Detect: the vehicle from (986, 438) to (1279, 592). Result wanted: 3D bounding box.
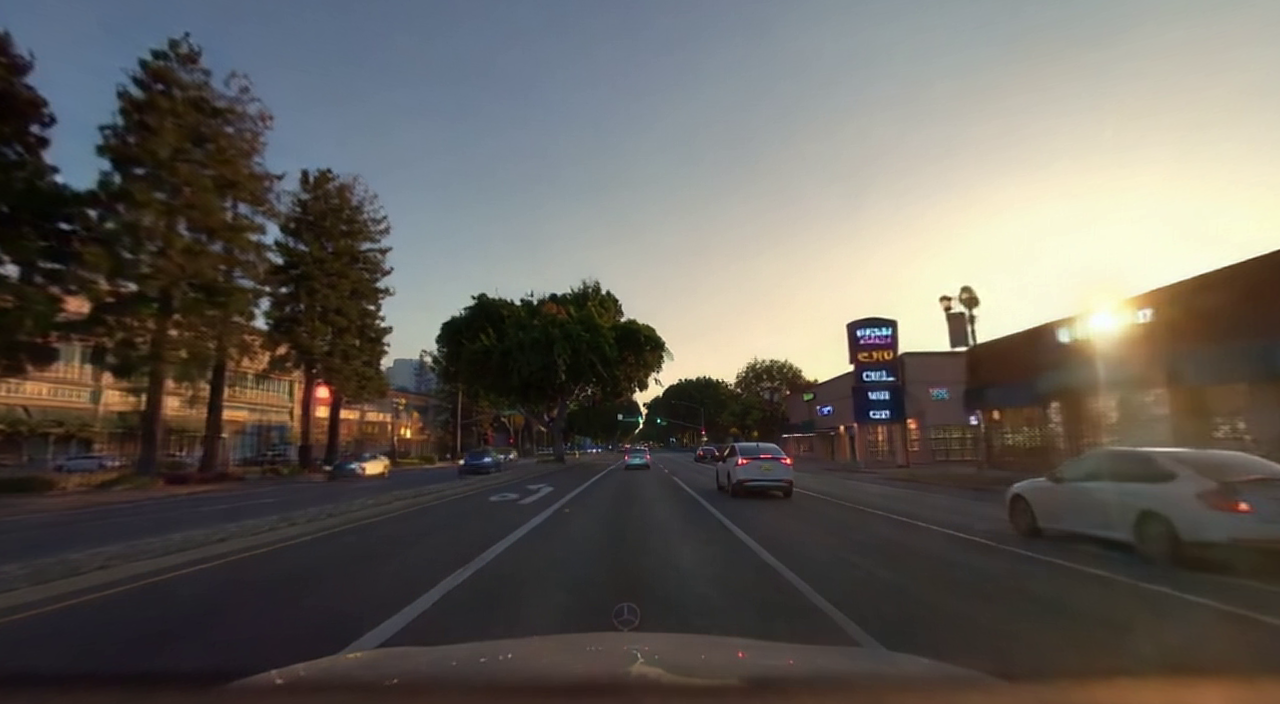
[{"bbox_3d":[6.857,1.892,8.361,1.952,1.449,4.544,0,-8,0],"label":"vehicle"}]

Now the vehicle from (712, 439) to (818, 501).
[{"bbox_3d":[3.416,3.299,18.207,2.072,1.545,4.578,0,-8,-1],"label":"vehicle"}]

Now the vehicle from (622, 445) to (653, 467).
[{"bbox_3d":[-0.176,7.305,44.656,2.052,1.461,4.324,0,-8,0],"label":"vehicle"}]

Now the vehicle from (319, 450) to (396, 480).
[{"bbox_3d":[-15.851,6.352,35.733,2.096,1.512,4.755,0,-8,1],"label":"vehicle"}]

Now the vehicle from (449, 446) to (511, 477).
[{"bbox_3d":[-8.306,5.687,33.224,2.039,1.487,4.437,0,-8,0],"label":"vehicle"}]
